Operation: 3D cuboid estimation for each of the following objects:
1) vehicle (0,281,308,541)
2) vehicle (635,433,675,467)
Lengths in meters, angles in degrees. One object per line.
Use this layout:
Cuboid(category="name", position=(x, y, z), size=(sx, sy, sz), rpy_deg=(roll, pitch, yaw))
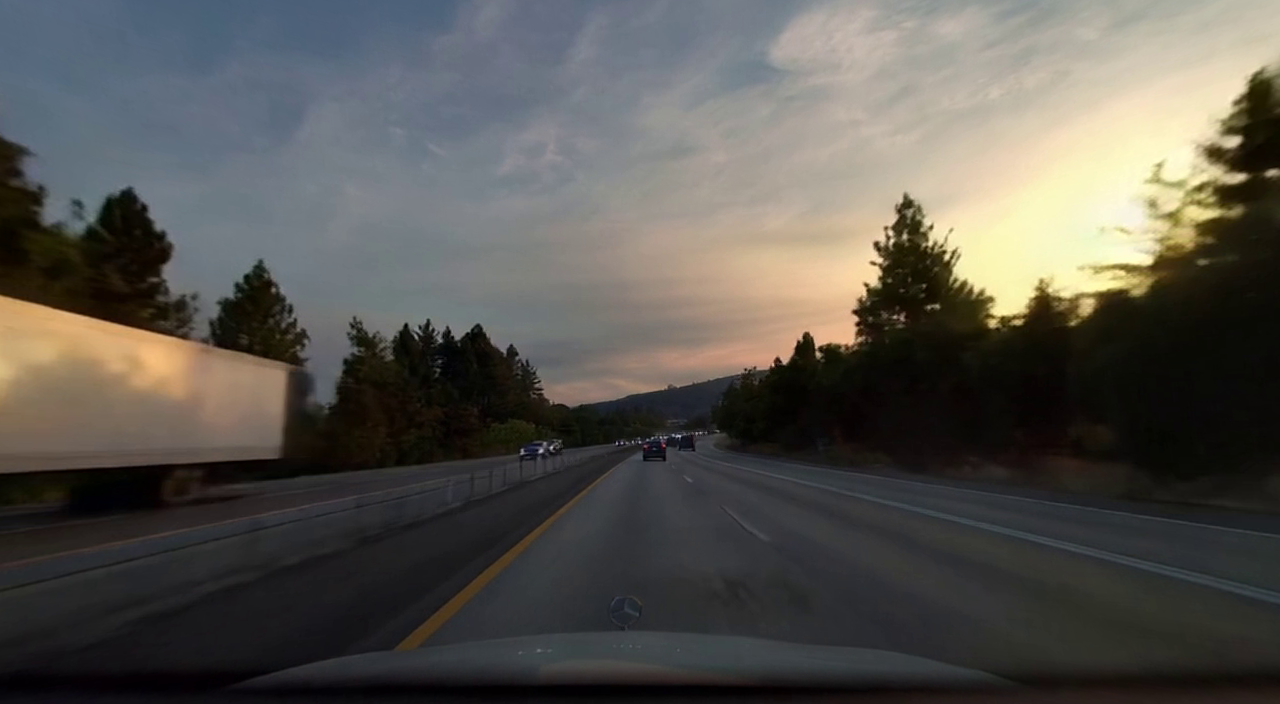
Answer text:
Cuboid(category="vehicle", position=(-11.705, 1.229, 11.996), size=(2.948, 4.113, 14.195), rpy_deg=(0, -8, 0))
Cuboid(category="vehicle", position=(0.941, 6.001, 38.789), size=(2.301, 1.944, 4.554), rpy_deg=(0, -8, 1))
